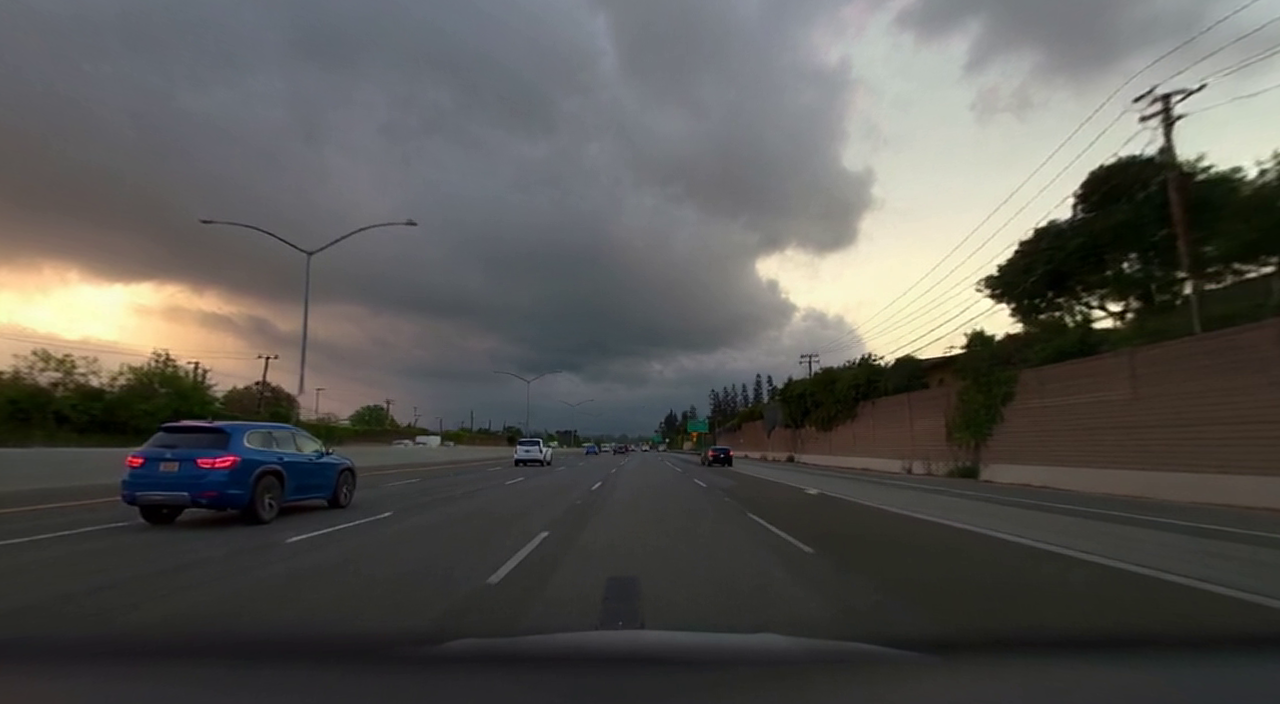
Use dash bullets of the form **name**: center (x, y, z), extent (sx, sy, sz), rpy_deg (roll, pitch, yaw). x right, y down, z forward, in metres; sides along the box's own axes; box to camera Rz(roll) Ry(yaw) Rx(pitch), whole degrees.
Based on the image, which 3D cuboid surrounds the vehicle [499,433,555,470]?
- **vehicle**: center (-6.359, 5.690, 36.042), extent (2.255, 1.934, 4.868), rpy_deg (1, -9, 0)

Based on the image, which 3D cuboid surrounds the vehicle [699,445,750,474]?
- **vehicle**: center (4.805, 6.176, 36.442), extent (2.251, 1.520, 4.550), rpy_deg (1, -9, -1)

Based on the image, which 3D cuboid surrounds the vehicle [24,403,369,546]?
- **vehicle**: center (-6.384, 1.836, 9.991), extent (2.058, 1.698, 4.567), rpy_deg (1, -9, 1)
